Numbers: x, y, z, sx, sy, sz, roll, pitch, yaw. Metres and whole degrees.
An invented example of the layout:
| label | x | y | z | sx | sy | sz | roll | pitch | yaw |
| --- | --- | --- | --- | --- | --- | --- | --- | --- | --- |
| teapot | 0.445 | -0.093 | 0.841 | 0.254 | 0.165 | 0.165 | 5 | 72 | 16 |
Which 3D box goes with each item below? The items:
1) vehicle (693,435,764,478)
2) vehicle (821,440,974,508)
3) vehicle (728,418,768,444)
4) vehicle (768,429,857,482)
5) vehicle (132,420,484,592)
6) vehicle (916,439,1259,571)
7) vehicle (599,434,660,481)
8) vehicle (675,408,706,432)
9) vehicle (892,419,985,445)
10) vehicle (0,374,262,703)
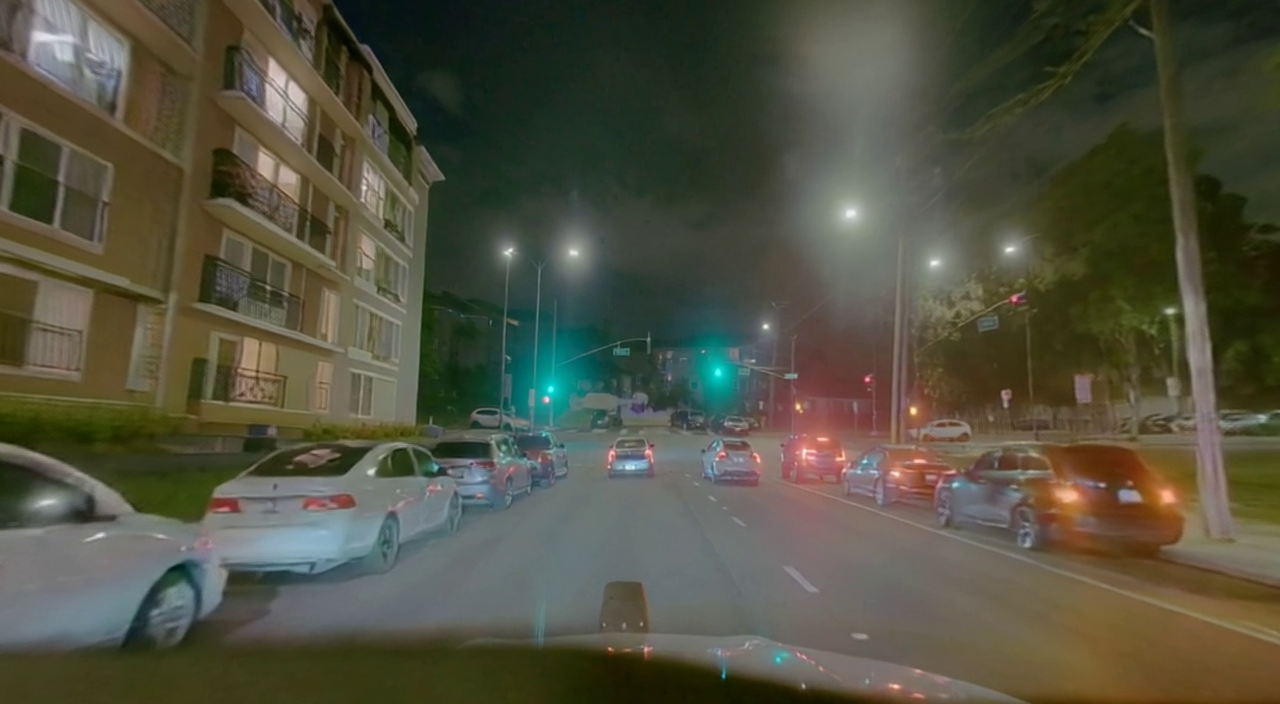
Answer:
| label | x | y | z | sx | sy | sz | roll | pitch | yaw |
| --- | --- | --- | --- | --- | --- | --- | --- | --- | --- |
| vehicle | 3.231 | 3.924 | 23.982 | 2.055 | 1.450 | 4.676 | 0 | -9 | 1 |
| vehicle | 6.191 | 2.966 | 15.828 | 1.962 | 1.438 | 4.440 | 0 | -9 | 0 |
| vehicle | 6.581 | 4.889 | 38.762 | 1.815 | 1.519 | 3.491 | 0 | -9 | 0 |
| vehicle | 6.184 | 3.773 | 23.189 | 1.999 | 1.752 | 4.502 | 0 | -9 | 1 |
| vehicle | -3.471 | 1.689 | 7.807 | 1.869 | 1.491 | 4.458 | 0 | -9 | 1 |
| vehicle | 6.102 | 2.086 | 9.469 | 1.938 | 1.487 | 4.371 | 0 | -9 | 0 |
| vehicle | -0.306 | 3.611 | 21.724 | 1.923 | 1.460 | 3.923 | 0 | -9 | 1 |
| vehicle | 3.817 | 5.268 | 48.503 | 2.093 | 1.655 | 4.327 | 0 | -9 | 1 |
| vehicle | 18.460 | 4.999 | 39.175 | 4.738 | 1.537 | 1.960 | -1 | -9 | 3 |
| vehicle | -3.736 | 0.909 | 2.611 | 1.831 | 1.650 | 3.852 | 0 | -9 | 2 |
